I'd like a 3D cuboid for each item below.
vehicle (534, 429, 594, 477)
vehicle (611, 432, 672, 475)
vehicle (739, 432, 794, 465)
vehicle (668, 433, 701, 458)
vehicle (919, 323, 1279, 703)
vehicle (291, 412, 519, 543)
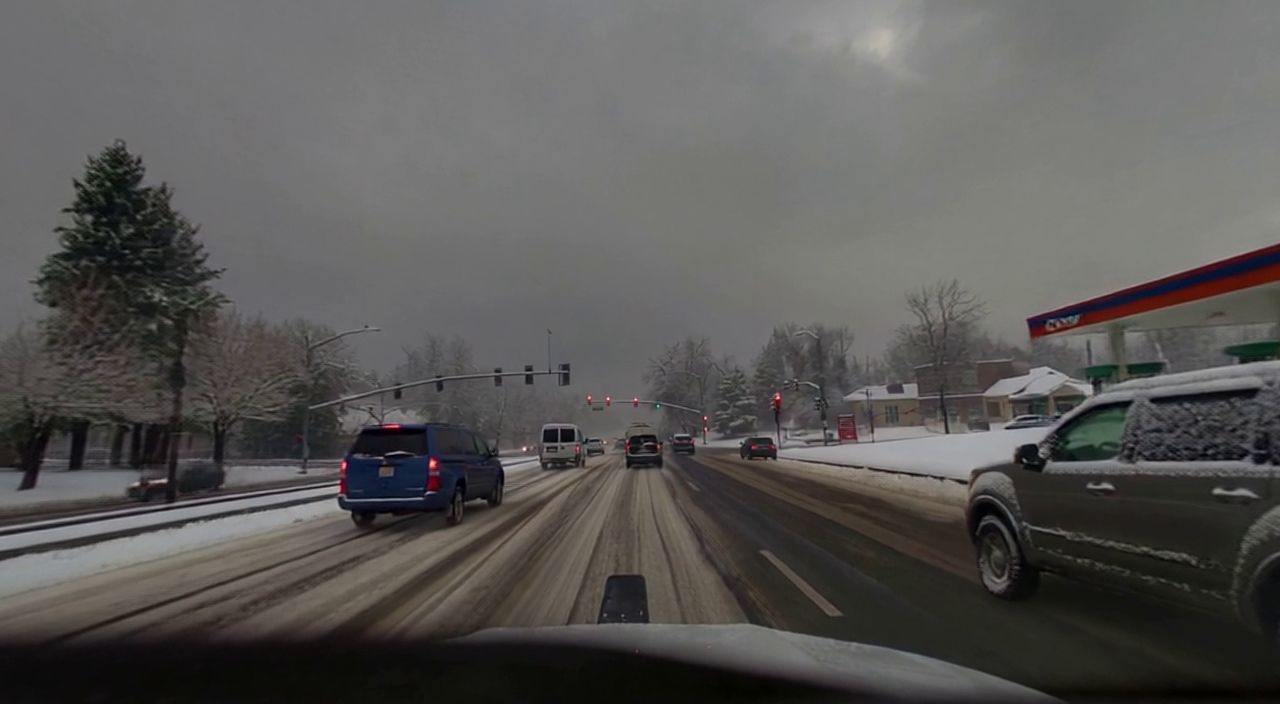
[{"bbox_3d":[-3.311,4.533,28.437,2.025,1.936,4.995,0,-8,1],"label":"vehicle"},{"bbox_3d":[0.064,4.501,27.966,2.426,1.703,5.602,0,-8,0],"label":"vehicle"},{"bbox_3d":[7.065,5.461,35.567,2.119,1.696,4.623,0,-8,0],"label":"vehicle"},{"bbox_3d":[3.481,7.417,49.763,2.193,1.795,5.130,0,-8,0],"label":"vehicle"},{"bbox_3d":[3.778,0.929,3.703,2.055,1.786,4.817,0,-8,1],"label":"vehicle"},{"bbox_3d":[-3.681,2.082,11.138,2.002,1.747,5.173,0,-8,0],"label":"vehicle"}]
